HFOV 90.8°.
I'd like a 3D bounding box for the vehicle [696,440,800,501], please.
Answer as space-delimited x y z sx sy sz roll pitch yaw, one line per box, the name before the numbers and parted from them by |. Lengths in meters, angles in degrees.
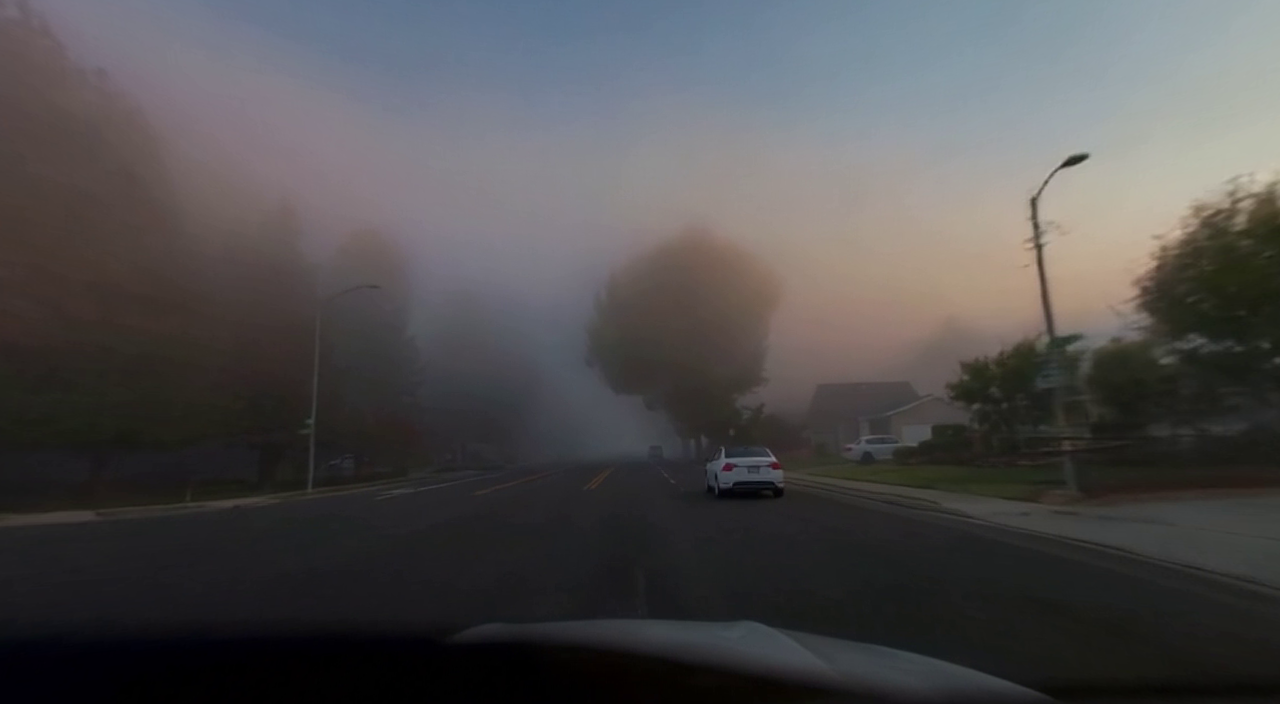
vehicle | 2.903 3.289 17.992 2.057 1.493 4.225 0 -8 -2
